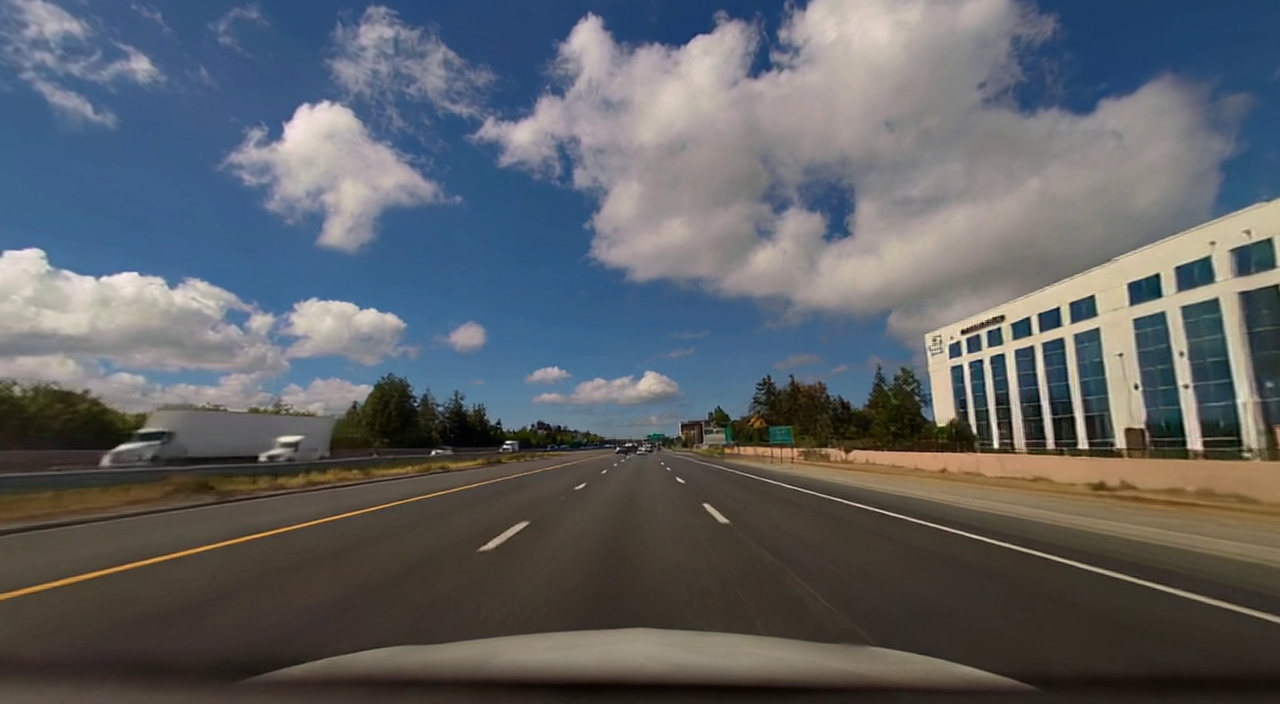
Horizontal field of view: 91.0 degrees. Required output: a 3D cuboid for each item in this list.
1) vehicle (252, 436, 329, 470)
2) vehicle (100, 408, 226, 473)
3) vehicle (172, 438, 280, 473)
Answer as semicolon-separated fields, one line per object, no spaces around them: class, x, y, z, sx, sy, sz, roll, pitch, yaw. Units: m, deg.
vehicle;-24.725;7.153;44.804;2.424;2.250;5.146;0;-9;1
vehicle;-31.901;6.001;42.580;2.962;3.983;6.703;0;-9;1
vehicle;-24.722;6.212;37.962;2.324;1.919;5.995;0;-9;1
